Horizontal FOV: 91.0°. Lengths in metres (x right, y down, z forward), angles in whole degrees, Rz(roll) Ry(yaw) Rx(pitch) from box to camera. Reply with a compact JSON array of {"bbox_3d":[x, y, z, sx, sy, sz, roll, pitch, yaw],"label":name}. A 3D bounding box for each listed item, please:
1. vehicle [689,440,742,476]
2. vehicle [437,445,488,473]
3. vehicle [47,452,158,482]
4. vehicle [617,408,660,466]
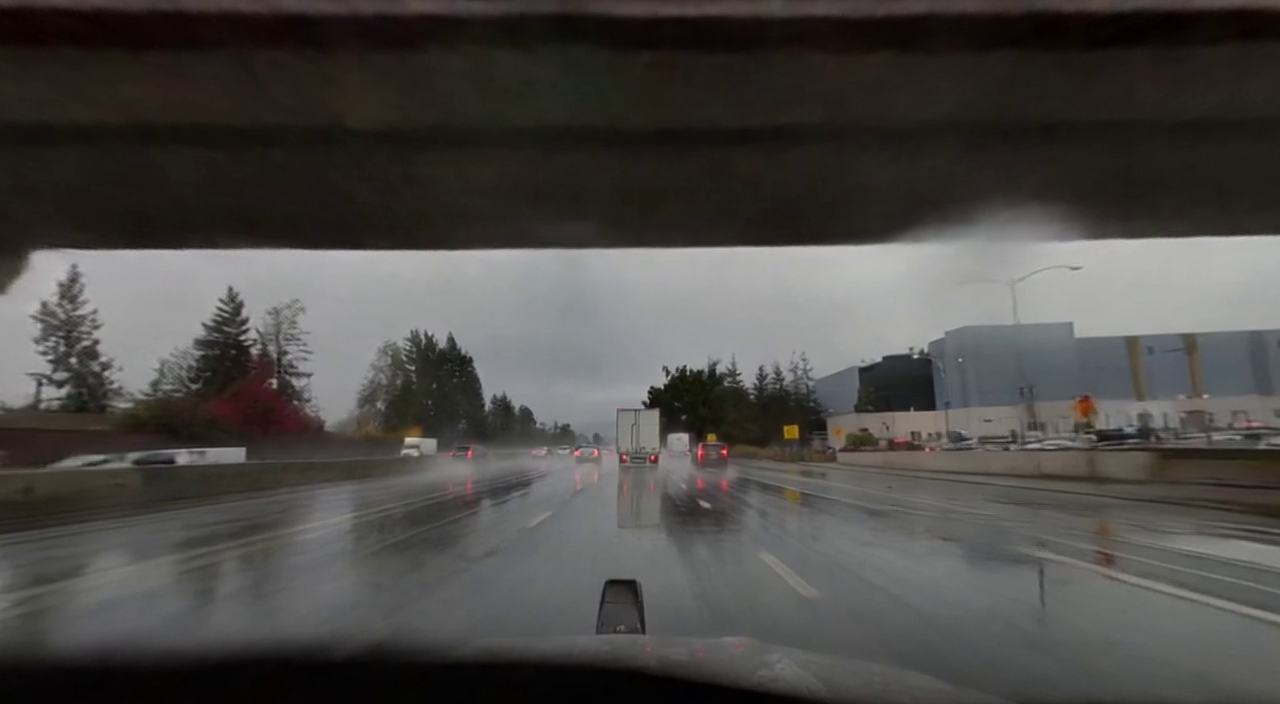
[{"bbox_3d":[3.752,5.366,32.039,2.107,1.707,4.445,0,-9,0],"label":"vehicle"},{"bbox_3d":[-11.174,6.753,39.894,1.966,1.627,4.258,0,-9,1],"label":"vehicle"},{"bbox_3d":[-31.562,6.744,37.214,2.157,1.636,4.866,0,-9,1],"label":"vehicle"},{"bbox_3d":[0.069,6.667,48.749,3.012,3.928,10.262,0,-9,2],"label":"vehicle"}]
